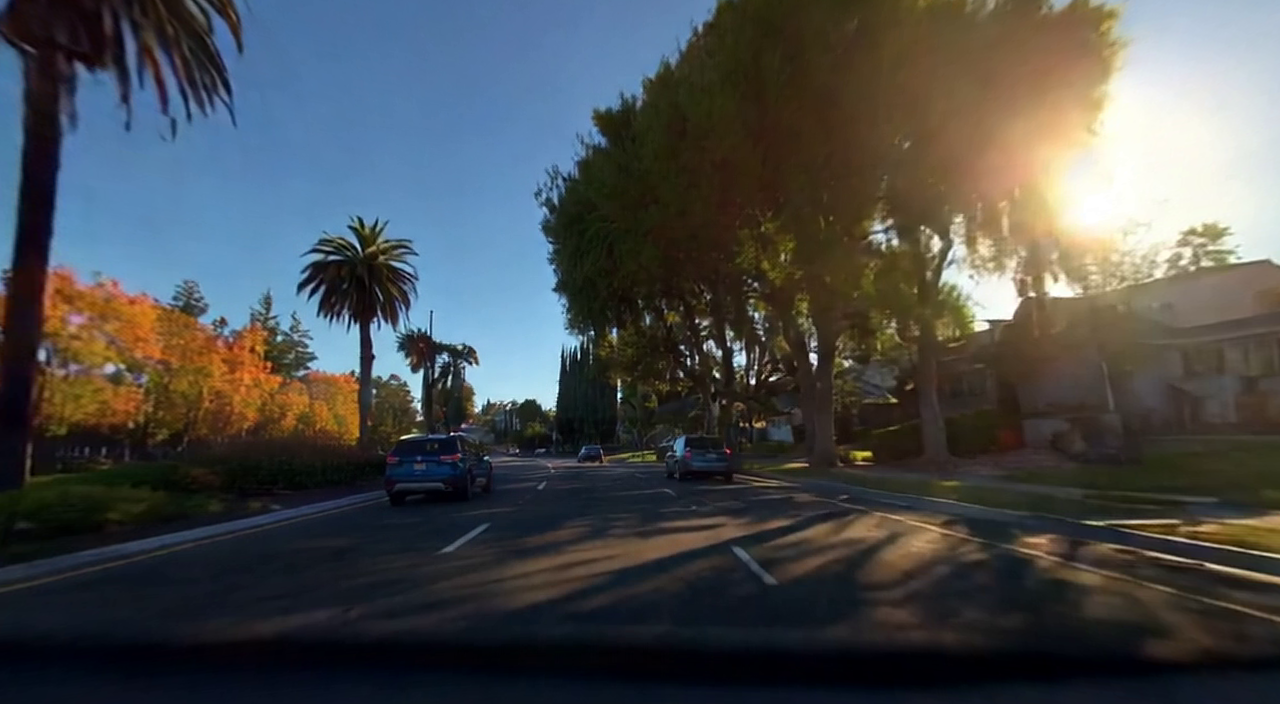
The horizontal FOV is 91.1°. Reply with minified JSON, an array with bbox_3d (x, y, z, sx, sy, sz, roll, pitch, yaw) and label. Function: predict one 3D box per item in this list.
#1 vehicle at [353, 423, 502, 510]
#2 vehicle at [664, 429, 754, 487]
[{"bbox_3d":[-4.915,2.720,15.402,2.150,1.768,4.868,1,-8,-3],"label":"vehicle"},{"bbox_3d":[2.269,3.683,22.199,2.195,1.804,4.658,1,-9,-6],"label":"vehicle"}]
